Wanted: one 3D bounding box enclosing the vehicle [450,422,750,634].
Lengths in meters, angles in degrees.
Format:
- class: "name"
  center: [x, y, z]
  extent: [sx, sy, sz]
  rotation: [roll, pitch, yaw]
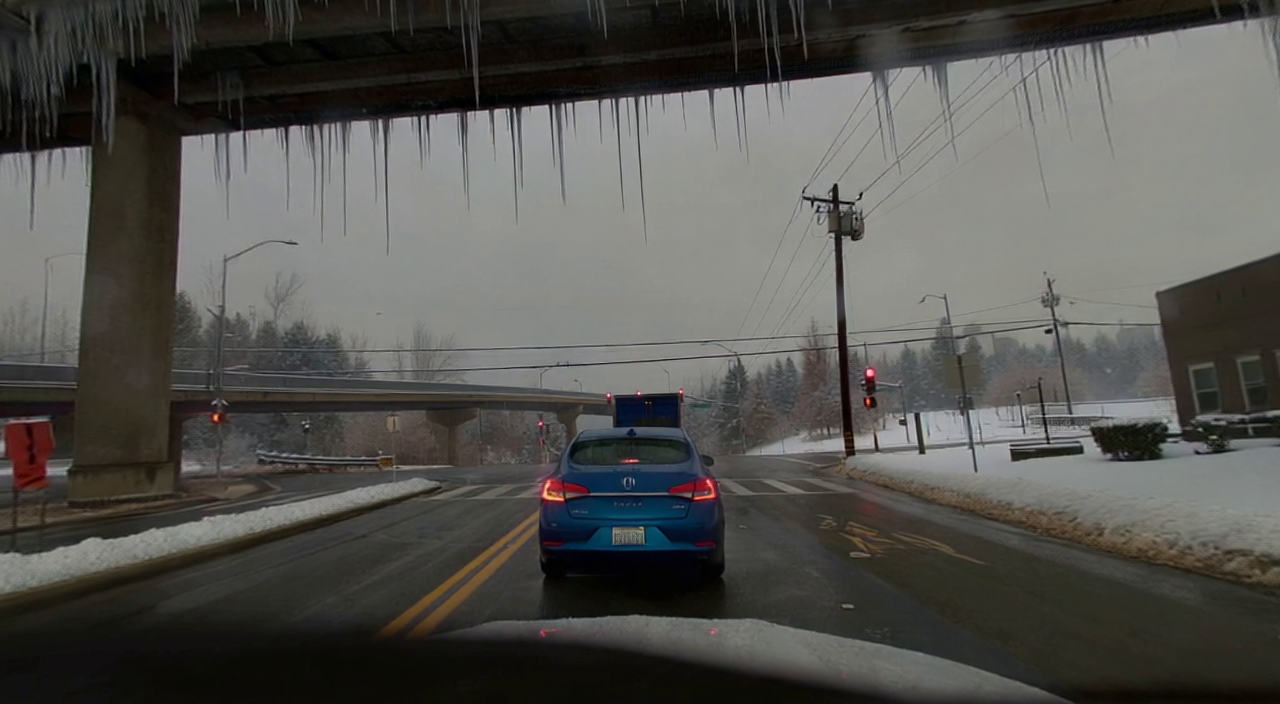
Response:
- class: "vehicle"
  center: [-0.244, 1.534, 6.475]
  extent: [2.090, 1.458, 4.033]
  rotation: [-1, -9, 1]
